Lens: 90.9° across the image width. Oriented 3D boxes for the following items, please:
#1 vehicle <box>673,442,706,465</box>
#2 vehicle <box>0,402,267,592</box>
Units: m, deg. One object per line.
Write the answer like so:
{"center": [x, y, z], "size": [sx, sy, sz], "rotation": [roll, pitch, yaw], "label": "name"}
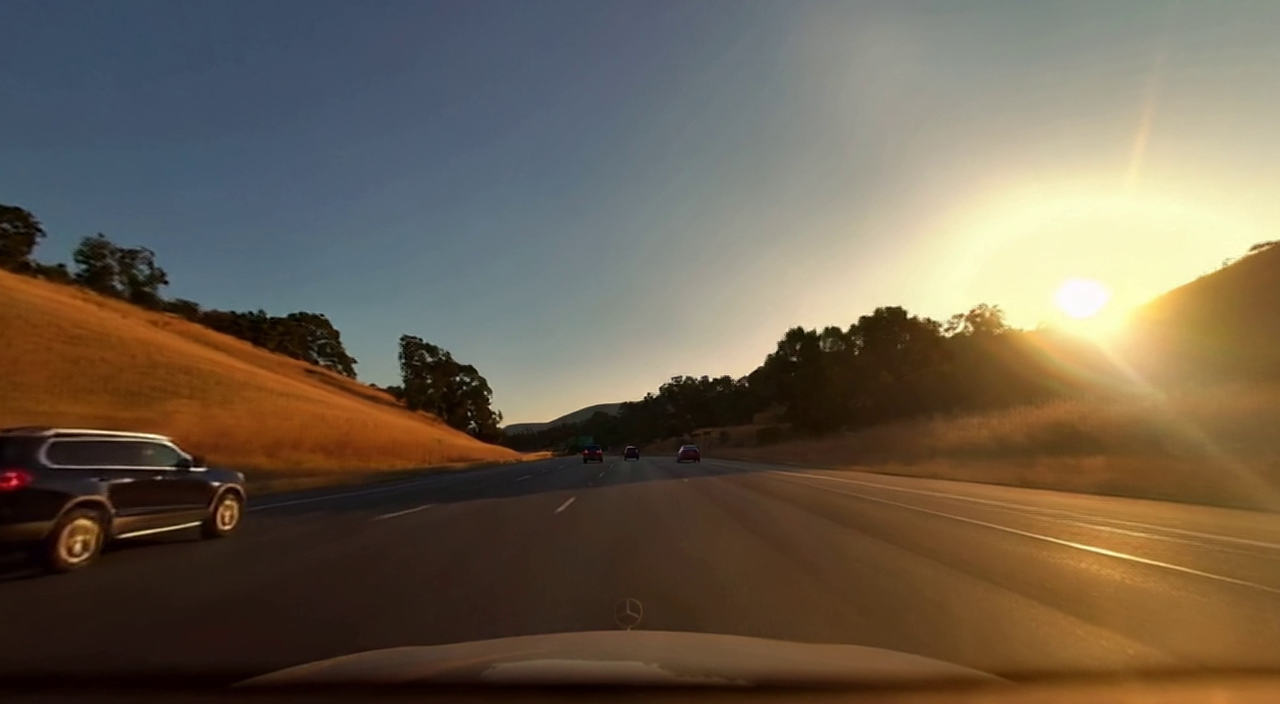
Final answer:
{"center": [3.771, 7.829, 48.799], "size": [1.995, 1.712, 4.206], "rotation": [0, -8, -3], "label": "vehicle"}
{"center": [-7.139, 1.602, 7.543], "size": [2.285, 1.759, 4.968], "rotation": [0, -8, 0], "label": "vehicle"}
